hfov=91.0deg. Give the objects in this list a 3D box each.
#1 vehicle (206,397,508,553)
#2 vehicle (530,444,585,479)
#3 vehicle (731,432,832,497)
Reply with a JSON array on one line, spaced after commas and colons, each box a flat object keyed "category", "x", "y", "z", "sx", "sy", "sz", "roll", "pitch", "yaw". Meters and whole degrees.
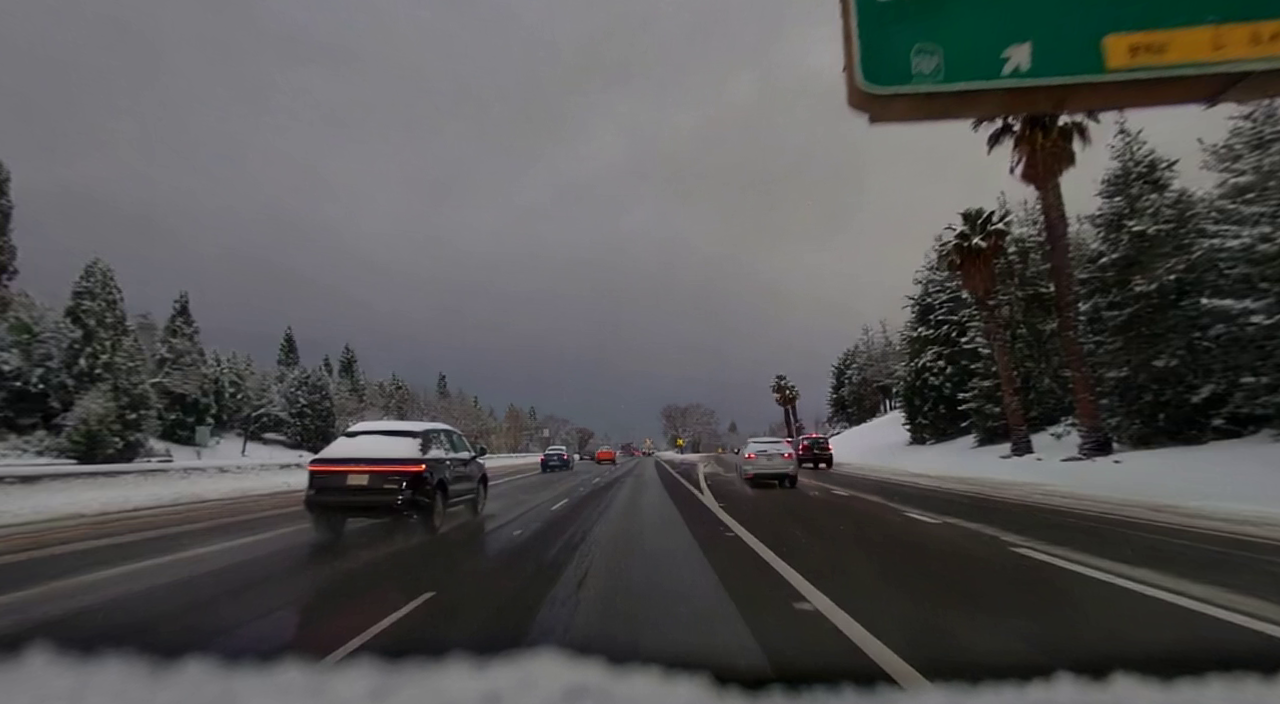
[{"category": "vehicle", "x": -4.175, "y": 1.990, "z": 10.906, "sx": 2.420, "sy": 1.937, "sz": 5.916, "roll": 0, "pitch": -9, "yaw": 1}, {"category": "vehicle", "x": -3.925, "y": 5.303, "z": 30.810, "sx": 2.052, "sy": 1.545, "sz": 4.470, "roll": 0, "pitch": -9, "yaw": 1}, {"category": "vehicle", "x": 4.342, "y": 3.539, "z": 20.262, "sx": 2.303, "sy": 1.791, "sz": 5.247, "roll": -1, "pitch": -9, "yaw": 3}]
